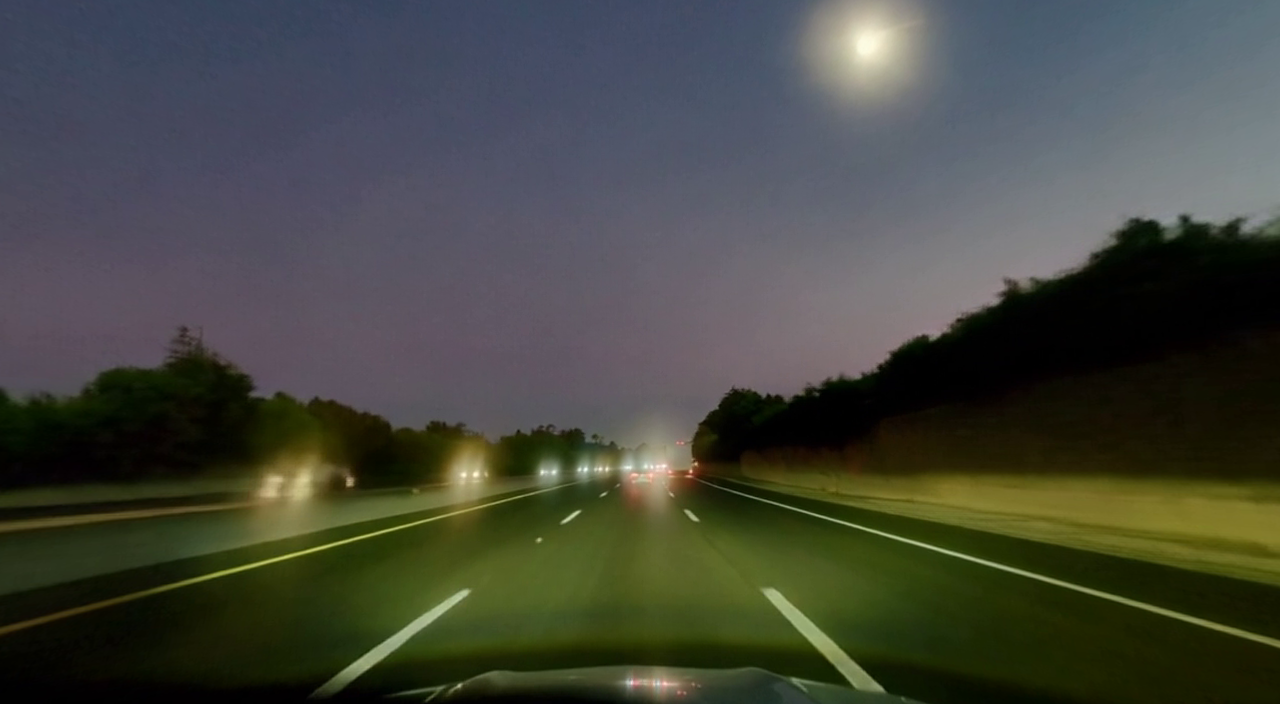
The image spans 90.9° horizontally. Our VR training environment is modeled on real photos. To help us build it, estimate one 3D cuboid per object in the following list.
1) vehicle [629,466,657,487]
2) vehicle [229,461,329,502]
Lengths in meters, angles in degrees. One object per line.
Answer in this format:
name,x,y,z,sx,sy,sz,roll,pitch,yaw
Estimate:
vehicle,0.224,9.365,47.433,2.015,1.478,3.920,0,-10,0
vehicle,-15.741,5.643,27.743,1.909,1.615,4.119,0,-10,0
